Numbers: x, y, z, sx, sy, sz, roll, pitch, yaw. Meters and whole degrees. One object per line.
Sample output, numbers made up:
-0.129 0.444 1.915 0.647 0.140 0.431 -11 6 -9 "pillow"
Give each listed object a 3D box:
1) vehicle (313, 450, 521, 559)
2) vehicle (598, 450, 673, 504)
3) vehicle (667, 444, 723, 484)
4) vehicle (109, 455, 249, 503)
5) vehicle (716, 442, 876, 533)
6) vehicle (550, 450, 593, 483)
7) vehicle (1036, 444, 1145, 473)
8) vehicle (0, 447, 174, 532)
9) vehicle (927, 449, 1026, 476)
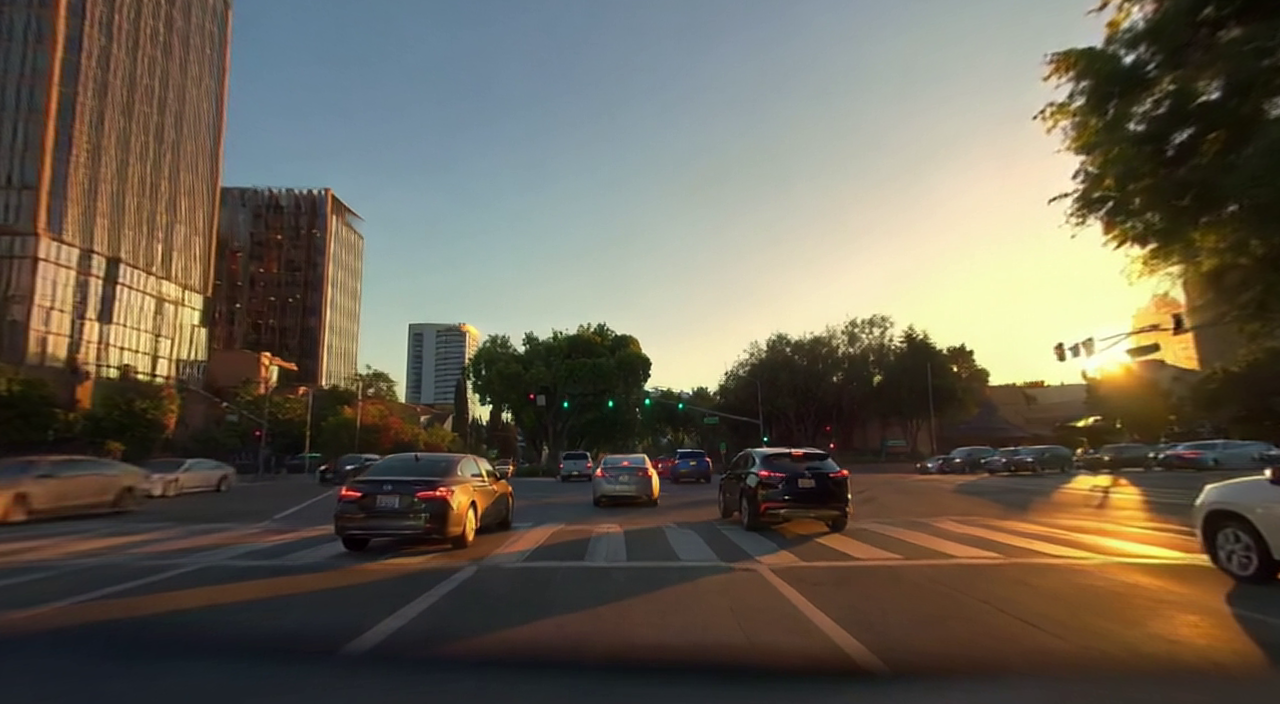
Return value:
-3.549 2.493 11.133 2.045 1.463 4.490 0 -8 0 "vehicle"
-0.193 3.813 19.777 2.098 1.461 3.958 0 -8 -2 "vehicle"
2.569 5.388 30.732 2.138 1.778 4.422 0 -8 -2 "vehicle"
-17.982 4.937 24.996 2.004 1.600 4.668 0 -8 0 "vehicle"
3.047 2.746 13.579 1.996 1.566 4.917 0 -8 -2 "vehicle"
-3.869 6.548 36.426 2.033 1.714 4.278 0 -8 0 "vehicle"
23.698 5.611 33.326 4.255 1.465 1.936 0 -9 -3 "vehicle"
-14.502 3.299 15.831 2.126 1.785 4.534 0 -8 0 "vehicle"
19.313 6.329 36.412 4.620 1.446 1.950 0 -9 -3 "vehicle"
